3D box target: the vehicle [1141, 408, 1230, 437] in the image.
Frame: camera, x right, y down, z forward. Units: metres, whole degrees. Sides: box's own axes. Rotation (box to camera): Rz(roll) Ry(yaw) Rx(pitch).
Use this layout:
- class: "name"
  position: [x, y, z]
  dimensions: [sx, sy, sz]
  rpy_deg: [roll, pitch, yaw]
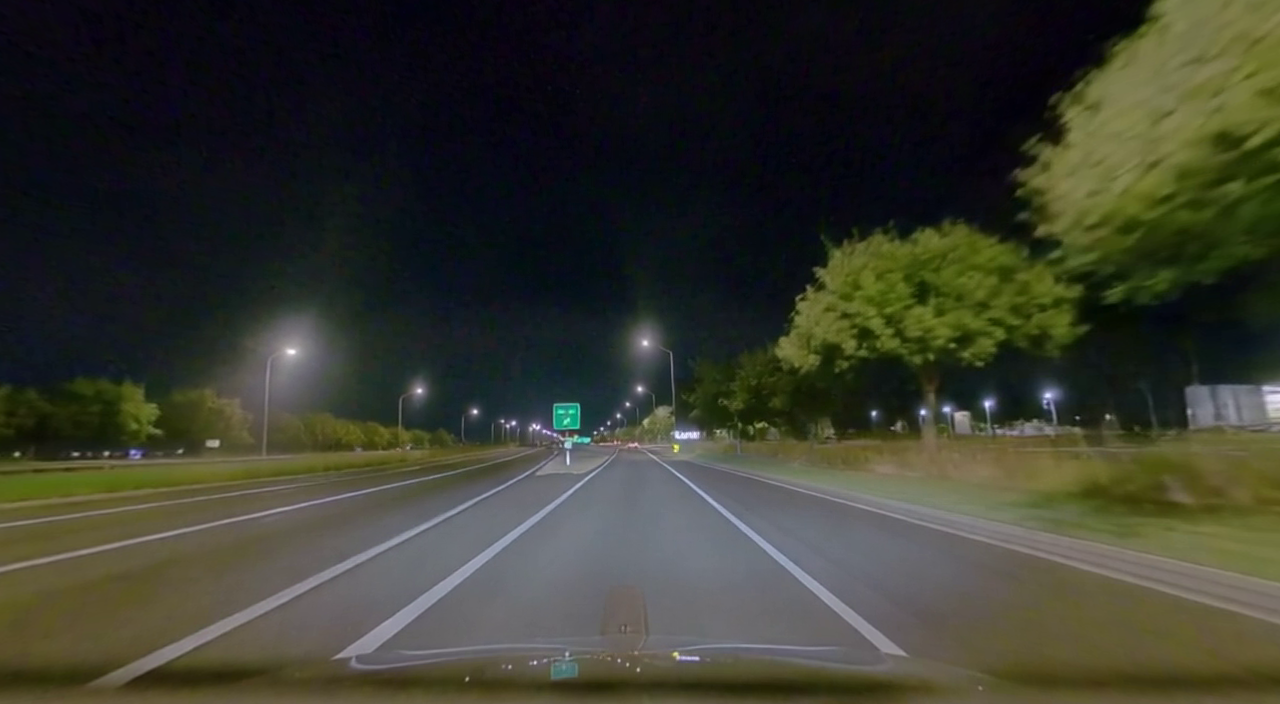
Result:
- class: "vehicle"
  position: [31.984, 4.212, 37.134]
  dimensions: [1.853, 1.521, 4.259]
  rpy_deg: [-1, -9, 8]
